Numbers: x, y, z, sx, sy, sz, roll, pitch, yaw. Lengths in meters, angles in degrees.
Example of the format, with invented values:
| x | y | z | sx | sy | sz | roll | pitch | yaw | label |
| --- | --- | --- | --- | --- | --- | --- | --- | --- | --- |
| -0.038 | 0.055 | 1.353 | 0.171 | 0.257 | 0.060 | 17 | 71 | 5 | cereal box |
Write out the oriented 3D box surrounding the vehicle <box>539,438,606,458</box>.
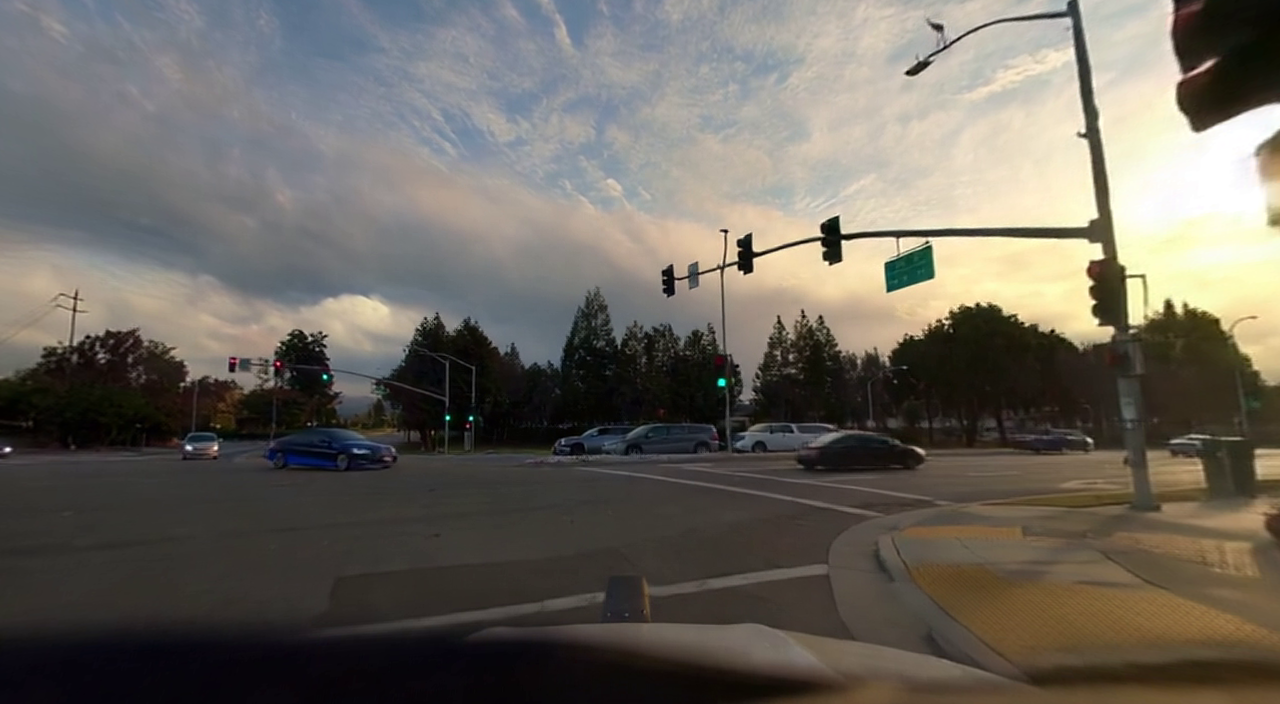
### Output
| x | y | z | sx | sy | sz | roll | pitch | yaw | label |
| --- | --- | --- | --- | --- | --- | --- | --- | --- | --- |
| -5.202 | 7.391 | 48.695 | 4.751 | 1.479 | 1.899 | 4 | -9 | -26 | vehicle |

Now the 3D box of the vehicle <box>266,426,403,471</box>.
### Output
| x | y | z | sx | sy | sz | roll | pitch | yaw | label |
| --- | --- | --- | --- | --- | --- | --- | --- | --- | --- |
| -10.804 | 3.393 | 22.241 | 4.686 | 1.425 | 2.018 | -6 | -10 | 30 | vehicle |

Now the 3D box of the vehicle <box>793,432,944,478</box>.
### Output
| x | y | z | sx | sy | sz | roll | pitch | yaw | label |
| --- | --- | --- | --- | --- | --- | --- | --- | --- | --- |
| 7.587 | 3.393 | 21.056 | 4.425 | 1.366 | 1.865 | 2 | -9 | -15 | vehicle |

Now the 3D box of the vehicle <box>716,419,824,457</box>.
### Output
| x | y | z | sx | sy | sz | roll | pitch | yaw | label |
| --- | --- | --- | --- | --- | --- | --- | --- | --- | --- |
| 7.308 | 4.866 | 35.438 | 5.791 | 1.964 | 2.199 | 5 | -9 | -26 | vehicle |

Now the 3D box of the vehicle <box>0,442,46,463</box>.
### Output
| x | y | z | sx | sy | sz | roll | pitch | yaw | label |
| --- | --- | --- | --- | --- | --- | --- | --- | --- | --- |
| -48.618 | 7.645 | 47.874 | 4.589 | 1.462 | 1.953 | 2 | -9 | -17 | vehicle |

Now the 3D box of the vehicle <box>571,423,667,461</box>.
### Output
| x | y | z | sx | sy | sz | roll | pitch | yaw | label |
| --- | --- | --- | --- | --- | --- | --- | --- | --- | --- |
| -1.057 | 4.444 | 31.356 | 4.360 | 1.749 | 1.895 | 4 | -9 | -28 | vehicle |

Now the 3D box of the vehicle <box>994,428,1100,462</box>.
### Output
| x | y | z | sx | sy | sz | roll | pitch | yaw | label |
| --- | --- | --- | --- | --- | --- | --- | --- | --- | --- |
| 19.240 | 4.367 | 29.748 | 5.032 | 1.473 | 1.827 | 4 | -9 | -27 | vehicle |

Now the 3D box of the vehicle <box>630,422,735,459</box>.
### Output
| x | y | z | sx | sy | sz | roll | pitch | yaw | label |
| --- | --- | --- | --- | --- | --- | --- | --- | --- | --- |
| 1.985 | 4.067 | 29.094 | 4.483 | 1.589 | 1.852 | 3 | -9 | -26 | vehicle |

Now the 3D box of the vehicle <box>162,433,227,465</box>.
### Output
| x | y | z | sx | sy | sz | roll | pitch | yaw | label |
| --- | --- | --- | --- | --- | --- | --- | --- | --- | --- |
| -27.236 | 5.900 | 38.435 | 2.450 | 1.807 | 5.332 | 7 | -11 | -42 | vehicle |

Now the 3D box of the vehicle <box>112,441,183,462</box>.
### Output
| x | y | z | sx | sy | sz | roll | pitch | yaw | label |
| --- | --- | --- | --- | --- | --- | --- | --- | --- | --- |
| -37.047 | 7.489 | 47.400 | 4.826 | 1.484 | 2.000 | -4 | -9 | 22 | vehicle |
